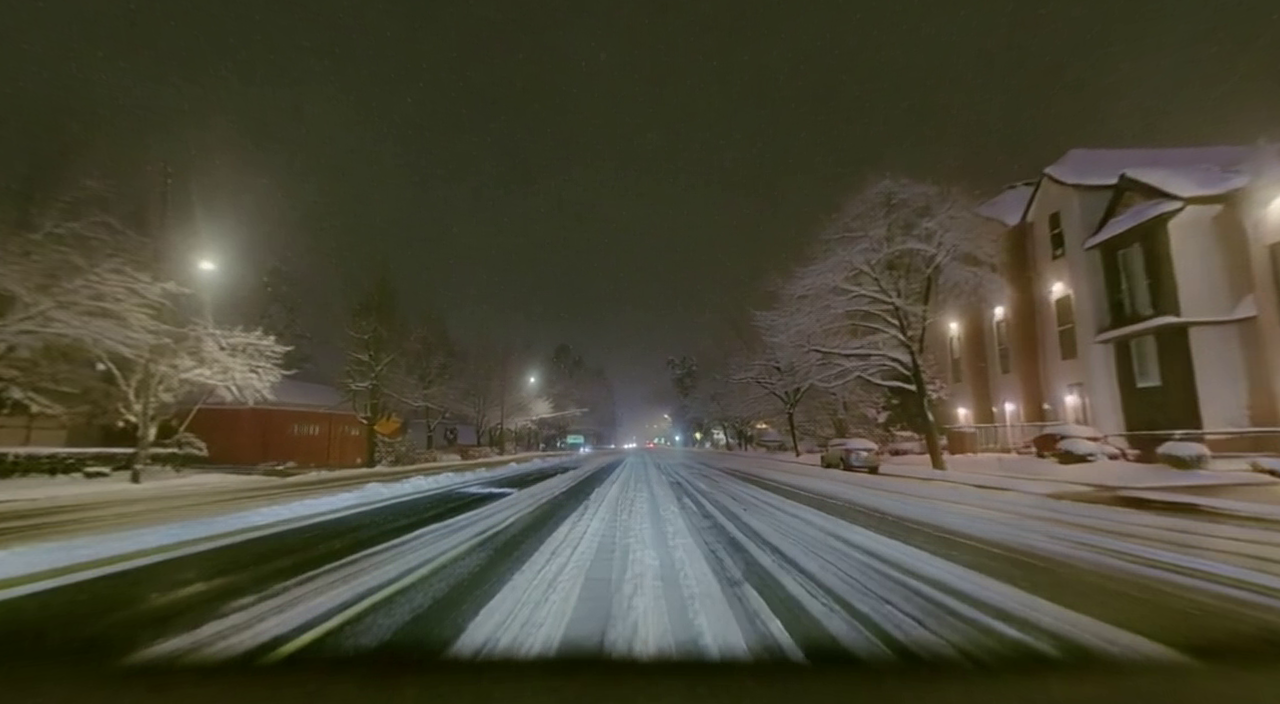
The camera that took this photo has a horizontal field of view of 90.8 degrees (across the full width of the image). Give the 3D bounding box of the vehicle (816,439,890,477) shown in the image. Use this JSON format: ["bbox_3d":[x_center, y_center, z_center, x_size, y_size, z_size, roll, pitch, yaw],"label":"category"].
[{"bbox_3d":[10.107,5.052,30.368,2.044,1.705,4.668,0,-9,1],"label":"vehicle"}]
